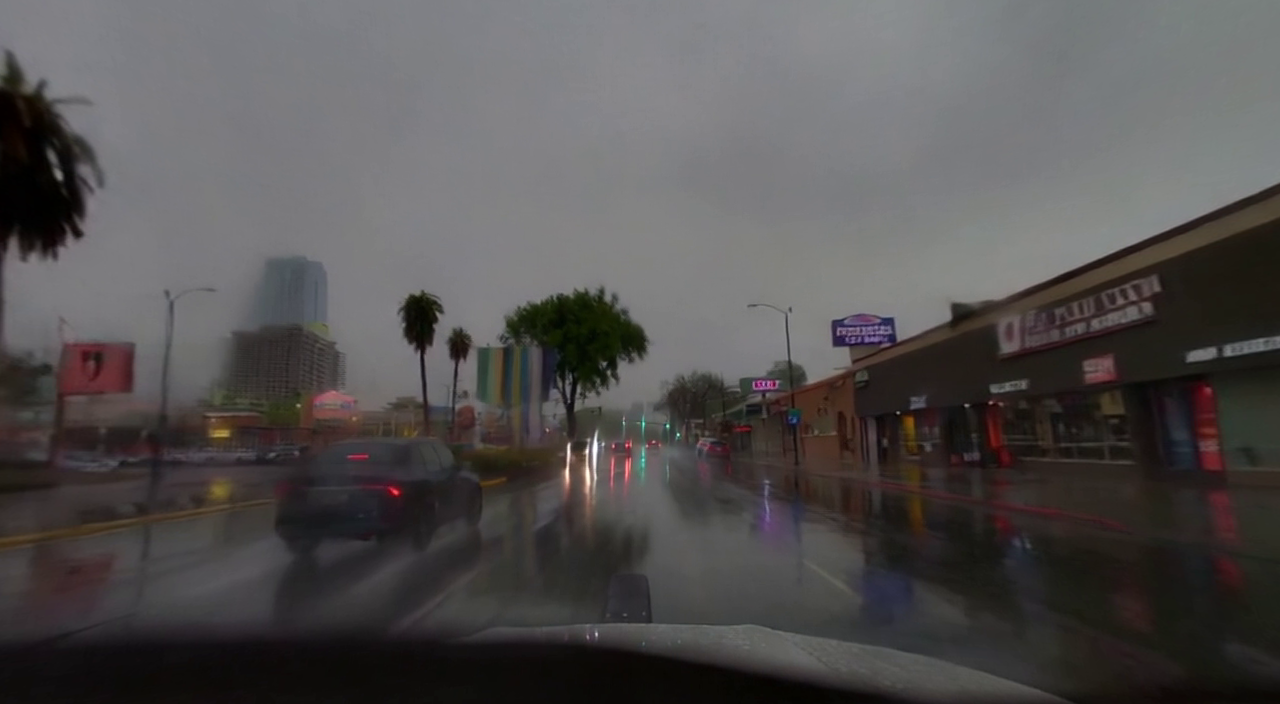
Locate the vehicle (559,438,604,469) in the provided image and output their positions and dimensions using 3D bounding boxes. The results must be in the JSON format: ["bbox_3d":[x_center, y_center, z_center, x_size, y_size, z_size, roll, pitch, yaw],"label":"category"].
[{"bbox_3d":[-3.257,5.775,35.886,2.024,1.636,4.121,0,-9,1],"label":"vehicle"}]

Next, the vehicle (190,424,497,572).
[{"bbox_3d":[-3.599,1.855,8.814,2.032,1.511,4.424,0,-9,2],"label":"vehicle"}]
